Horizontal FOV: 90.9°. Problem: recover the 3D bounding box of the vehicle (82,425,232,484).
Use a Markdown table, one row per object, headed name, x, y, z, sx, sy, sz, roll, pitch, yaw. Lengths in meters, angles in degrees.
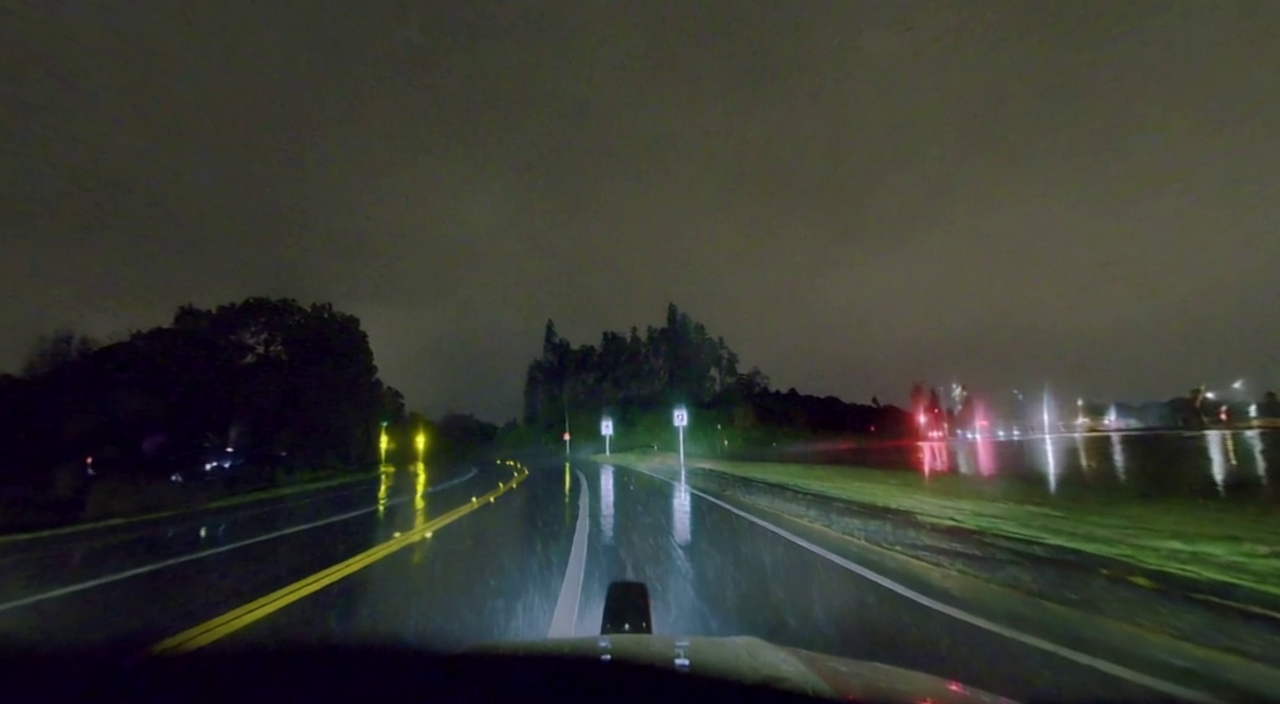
| name | x | y | z | sx | sy | sz | roll | pitch | yaw |
| --- | --- | --- | --- | --- | --- | --- | --- | --- | --- |
| vehicle | -17.882 | 3.772 | 23.357 | 4.699 | 1.996 | 2.116 | -4 | -9 | 21 |
